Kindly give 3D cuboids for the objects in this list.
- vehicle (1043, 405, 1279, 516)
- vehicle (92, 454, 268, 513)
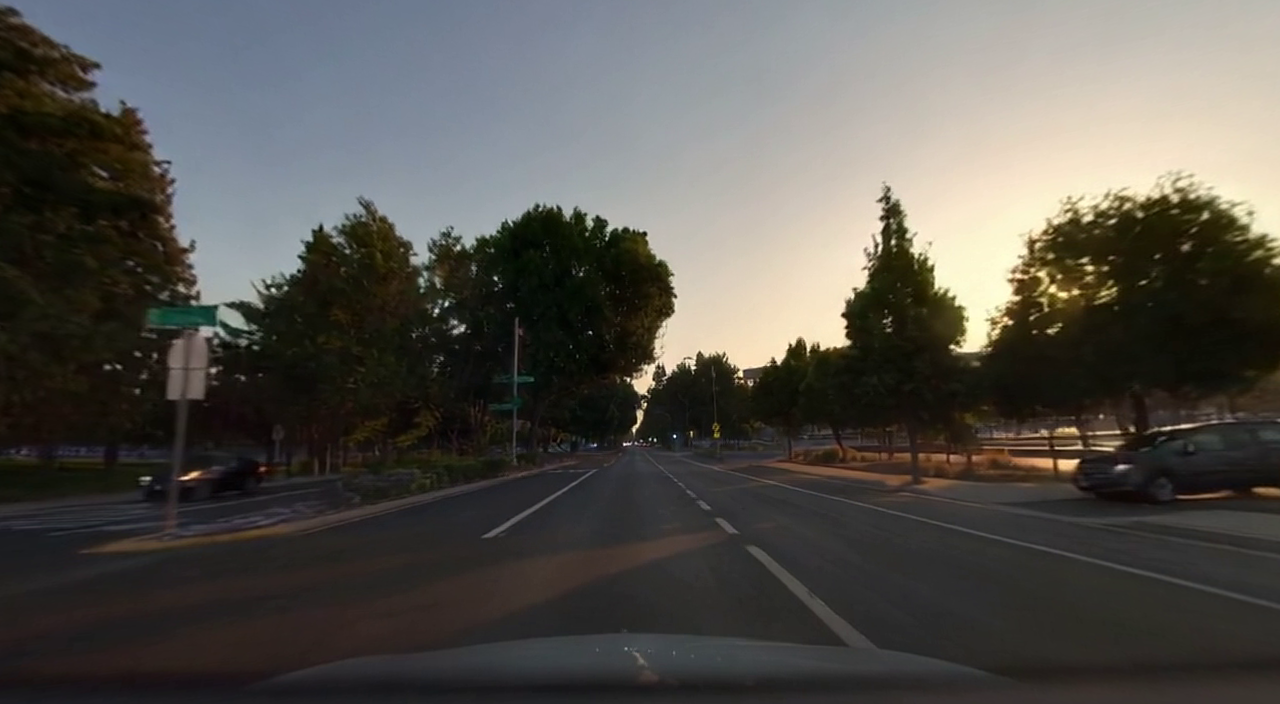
[{"bbox_3d":[12.342,2.221,13.603,5.581,1.926,2.324,-4,-7,0],"label":"vehicle"},{"bbox_3d":[-13.462,3.827,18.916,1.892,1.486,4.487,0,-8,0],"label":"vehicle"}]
